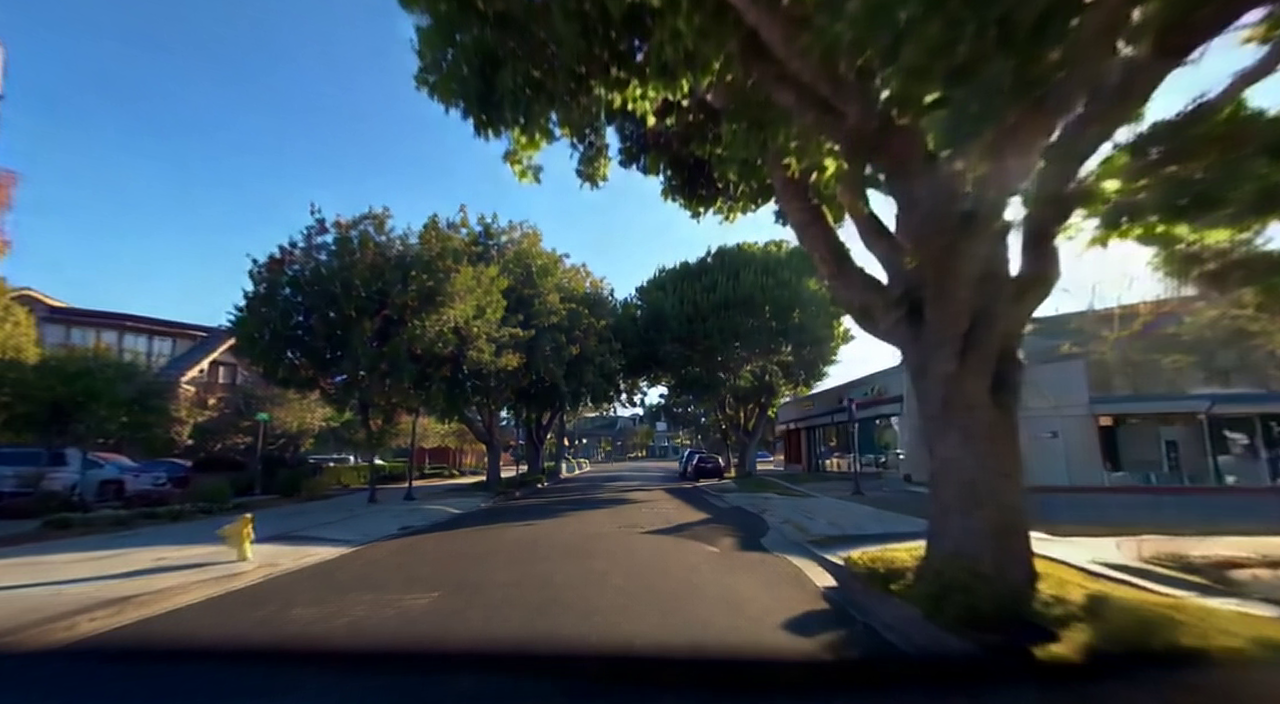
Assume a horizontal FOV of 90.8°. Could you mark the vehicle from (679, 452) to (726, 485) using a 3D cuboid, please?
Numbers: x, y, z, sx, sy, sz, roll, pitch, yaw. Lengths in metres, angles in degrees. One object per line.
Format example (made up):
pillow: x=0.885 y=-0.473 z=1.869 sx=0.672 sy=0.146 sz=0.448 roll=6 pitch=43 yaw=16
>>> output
vehicle: x=3.161 y=6.017 z=32.972 sx=2.064 sy=1.532 sz=4.596 roll=0 pitch=-9 yaw=1
